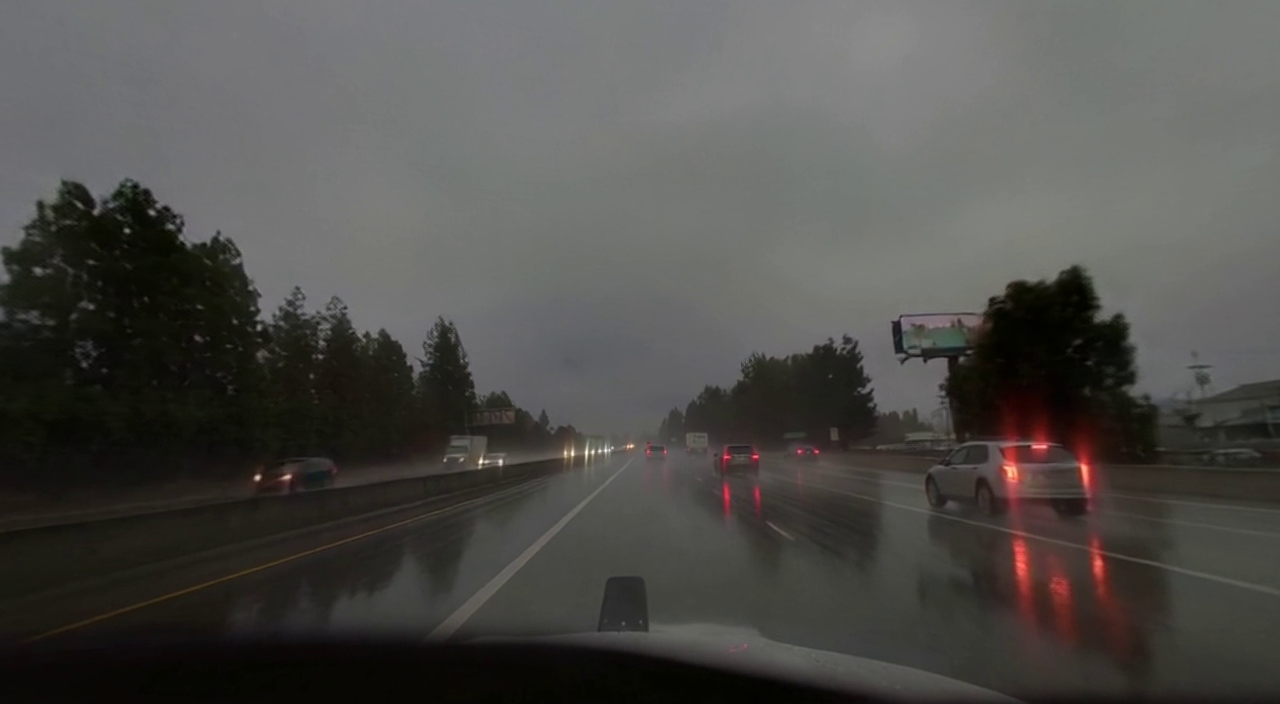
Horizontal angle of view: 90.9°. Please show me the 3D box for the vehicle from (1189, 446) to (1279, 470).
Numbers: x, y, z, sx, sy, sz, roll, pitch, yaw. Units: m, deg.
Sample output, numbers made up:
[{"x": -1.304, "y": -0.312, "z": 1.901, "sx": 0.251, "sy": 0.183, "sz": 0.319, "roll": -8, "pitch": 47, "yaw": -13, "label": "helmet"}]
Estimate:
[{"x": 40.020, "y": 7.115, "z": 42.447, "sx": 1.758, "sy": 1.453, "sz": 4.391, "roll": 3, "pitch": -8, "yaw": -8, "label": "vehicle"}]

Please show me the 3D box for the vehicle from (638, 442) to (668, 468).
[{"x": 0.953, "y": 7.855, "z": 48.338, "sx": 2.145, "sy": 1.832, "sz": 4.004, "roll": -1, "pitch": -8, "yaw": 0, "label": "vehicle"}]

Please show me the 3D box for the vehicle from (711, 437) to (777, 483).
[{"x": 4.536, "y": 4.776, "z": 28.289, "sx": 2.075, "sy": 1.845, "sz": 4.667, "roll": 0, "pitch": -8, "yaw": -1, "label": "vehicle"}]

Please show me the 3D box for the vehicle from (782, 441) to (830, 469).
[{"x": 11.493, "y": 7.136, "z": 43.972, "sx": 2.028, "sy": 1.801, "sz": 4.503, "roll": 0, "pitch": -8, "yaw": -1, "label": "vehicle"}]

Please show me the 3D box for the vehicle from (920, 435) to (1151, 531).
[{"x": 7.532, "y": 2.496, "z": 12.668, "sx": 1.807, "sy": 1.558, "sz": 4.352, "roll": -1, "pitch": -8, "yaw": 0, "label": "vehicle"}]

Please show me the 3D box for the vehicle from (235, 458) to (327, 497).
[{"x": -17.034, "y": 5.943, "z": 30.210, "sx": 1.792, "sy": 1.622, "sz": 4.317, "roll": -1, "pitch": -8, "yaw": 1, "label": "vehicle"}]
